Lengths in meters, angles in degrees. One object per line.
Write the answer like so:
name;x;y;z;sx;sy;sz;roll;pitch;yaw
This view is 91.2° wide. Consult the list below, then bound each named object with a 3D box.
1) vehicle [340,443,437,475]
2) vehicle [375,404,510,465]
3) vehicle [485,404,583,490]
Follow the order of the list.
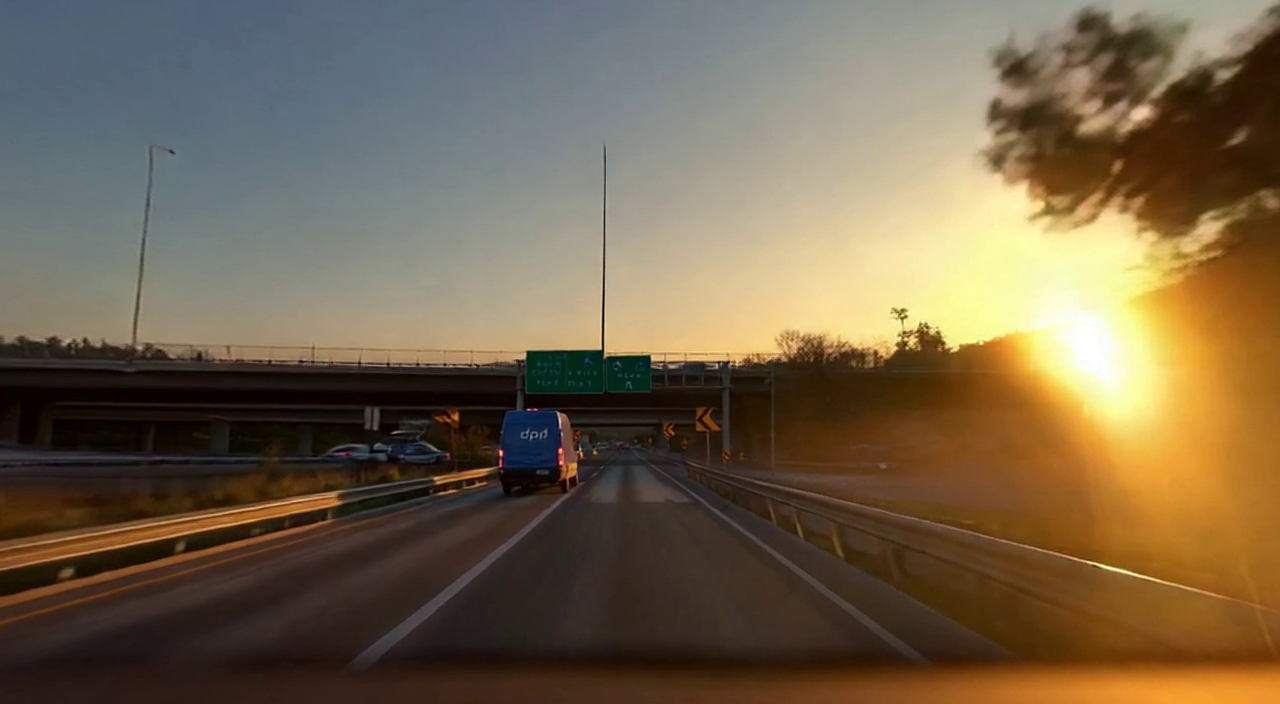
vehicle;-12.901;5.504;32.460;4.396;1.557;1.952;2;-9;-14
vehicle;-14.379;6.074;45.429;10.047;3.953;3.340;-6;-10;31
vehicle;-3.617;3.507;23.118;2.463;2.640;7.034;0;-9;-1
